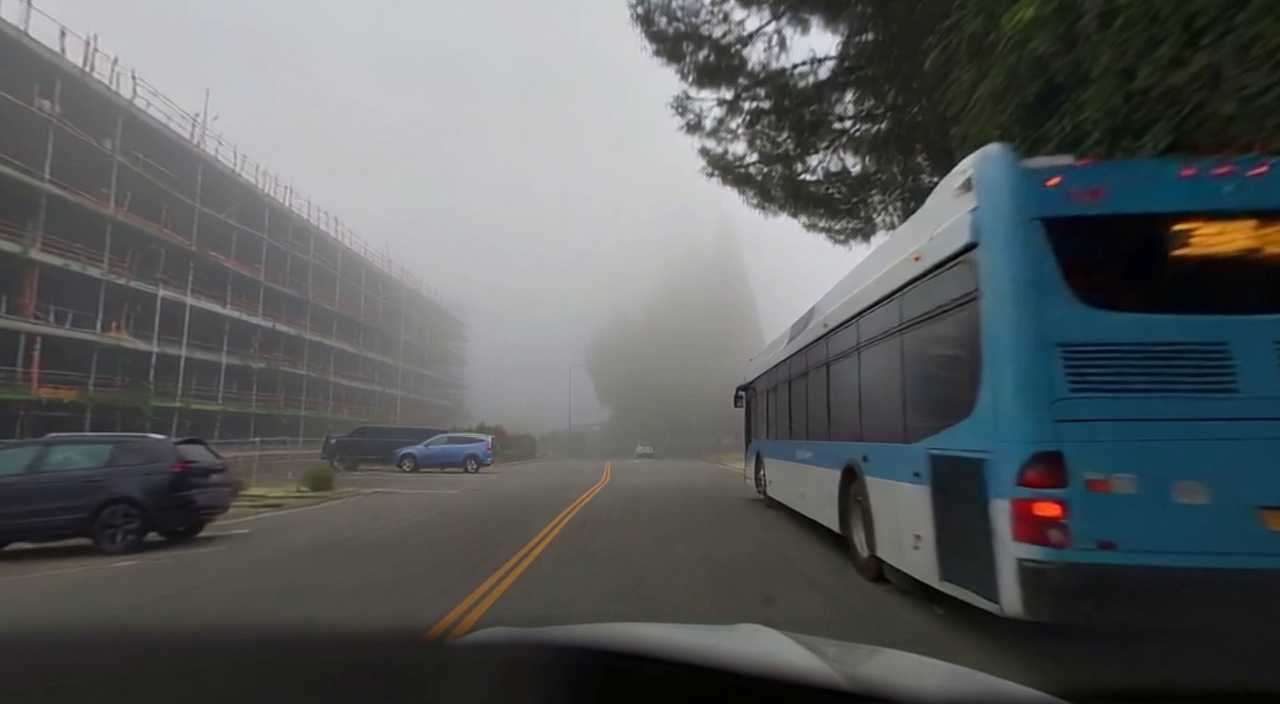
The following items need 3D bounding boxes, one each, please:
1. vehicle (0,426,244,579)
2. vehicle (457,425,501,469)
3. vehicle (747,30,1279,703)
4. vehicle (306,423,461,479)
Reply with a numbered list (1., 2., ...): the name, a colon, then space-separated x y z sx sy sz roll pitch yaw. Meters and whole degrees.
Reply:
1. vehicle: -7.821 1.795 7.899 4.689 1.683 2.065 5 -10 -30
2. vehicle: -8.012 4.724 31.635 1.515 2.074 2.668 0 -7 -1
3. vehicle: 3.827 0.922 9.196 3.040 3.424 12.508 0 -8 3
4. vehicle: -13.500 5.288 33.922 7.067 2.785 2.980 1 -8 -9
